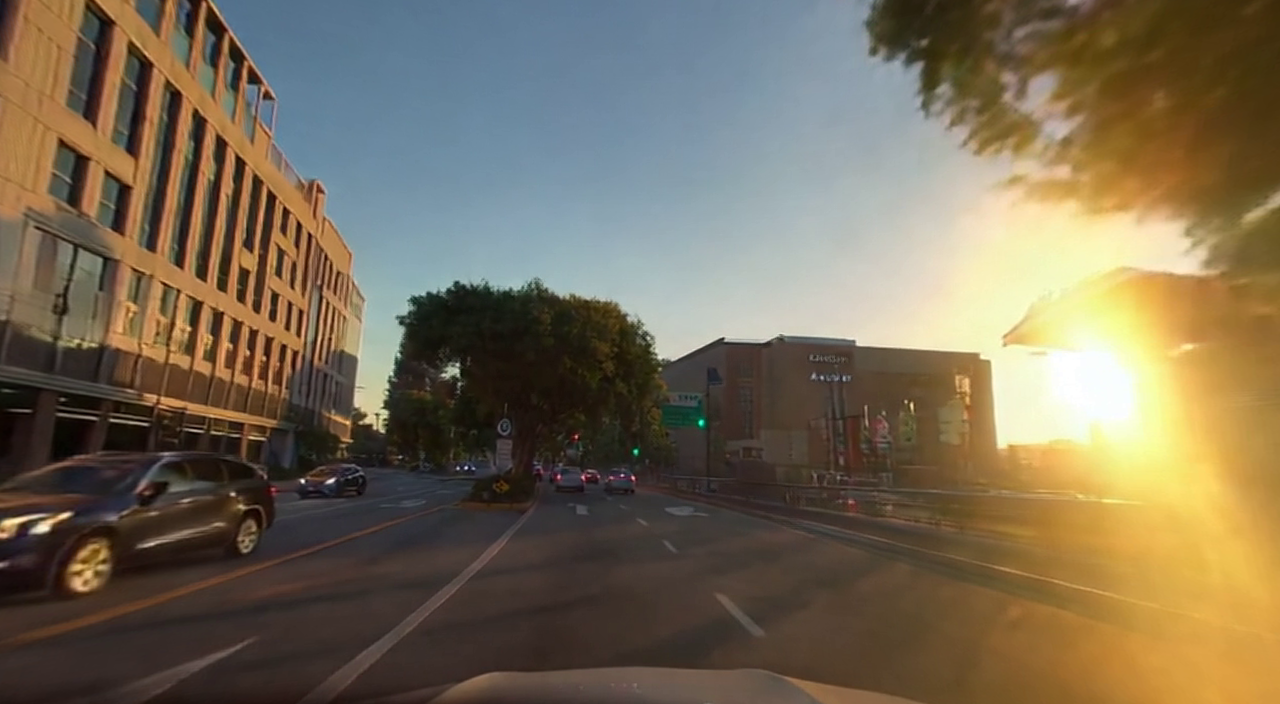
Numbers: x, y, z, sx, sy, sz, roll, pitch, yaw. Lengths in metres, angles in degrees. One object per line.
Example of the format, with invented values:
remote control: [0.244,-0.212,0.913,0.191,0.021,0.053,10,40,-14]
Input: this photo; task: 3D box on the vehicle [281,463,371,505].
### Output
vehicle: [-12.067,5.068,24.419,1.839,1.456,3.859,2,-10,-6]

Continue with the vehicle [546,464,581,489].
vehicle: [-5.027,8.110,41.137,2.005,1.498,3.643,3,-10,-10]

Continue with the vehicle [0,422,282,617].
vehicle: [-6.632,1.871,7.810,2.011,1.701,4.519,2,-10,-6]

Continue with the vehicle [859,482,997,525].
vehicle: [10.801,5.705,23.790,4.302,1.456,1.832,1,-10,1]

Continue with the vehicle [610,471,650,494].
vehicle: [-0.584,7.254,35.032,1.775,1.186,2.933,2,-10,-10]
